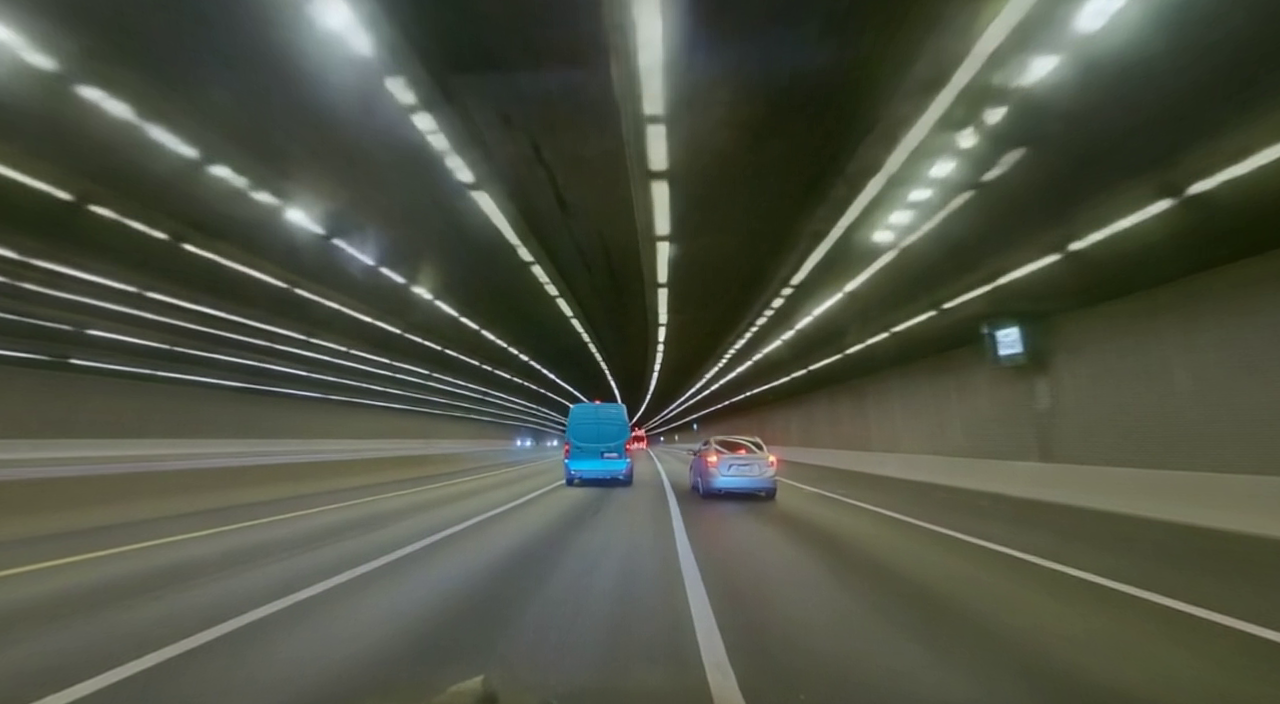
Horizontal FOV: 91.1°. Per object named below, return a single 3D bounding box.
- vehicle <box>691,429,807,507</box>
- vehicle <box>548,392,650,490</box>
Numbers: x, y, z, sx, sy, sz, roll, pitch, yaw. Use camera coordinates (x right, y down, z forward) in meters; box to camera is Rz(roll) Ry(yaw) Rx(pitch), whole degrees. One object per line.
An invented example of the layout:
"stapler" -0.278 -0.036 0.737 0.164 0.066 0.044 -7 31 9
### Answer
"vehicle" 2.367 2.624 14.782 2.095 1.553 4.069 -1 -8 2
"vehicle" -1.017 2.622 18.708 2.404 2.459 5.229 -1 -8 3
